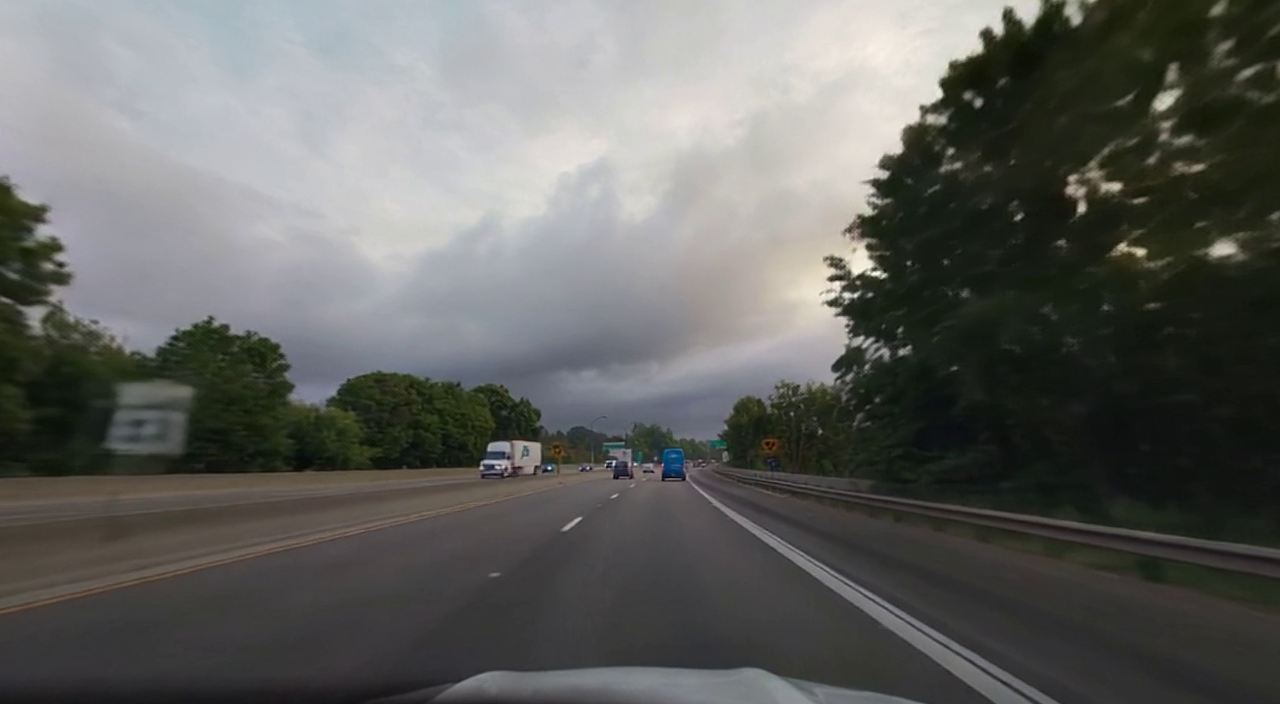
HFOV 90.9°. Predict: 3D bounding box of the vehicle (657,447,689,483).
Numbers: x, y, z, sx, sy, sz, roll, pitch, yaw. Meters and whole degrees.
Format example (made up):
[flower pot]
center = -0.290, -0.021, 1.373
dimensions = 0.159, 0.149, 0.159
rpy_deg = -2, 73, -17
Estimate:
[vehicle]
center = 2.603, 8.954, 49.633
dimensions = 2.366, 2.595, 5.793
rpy_deg = 0, -11, 2
